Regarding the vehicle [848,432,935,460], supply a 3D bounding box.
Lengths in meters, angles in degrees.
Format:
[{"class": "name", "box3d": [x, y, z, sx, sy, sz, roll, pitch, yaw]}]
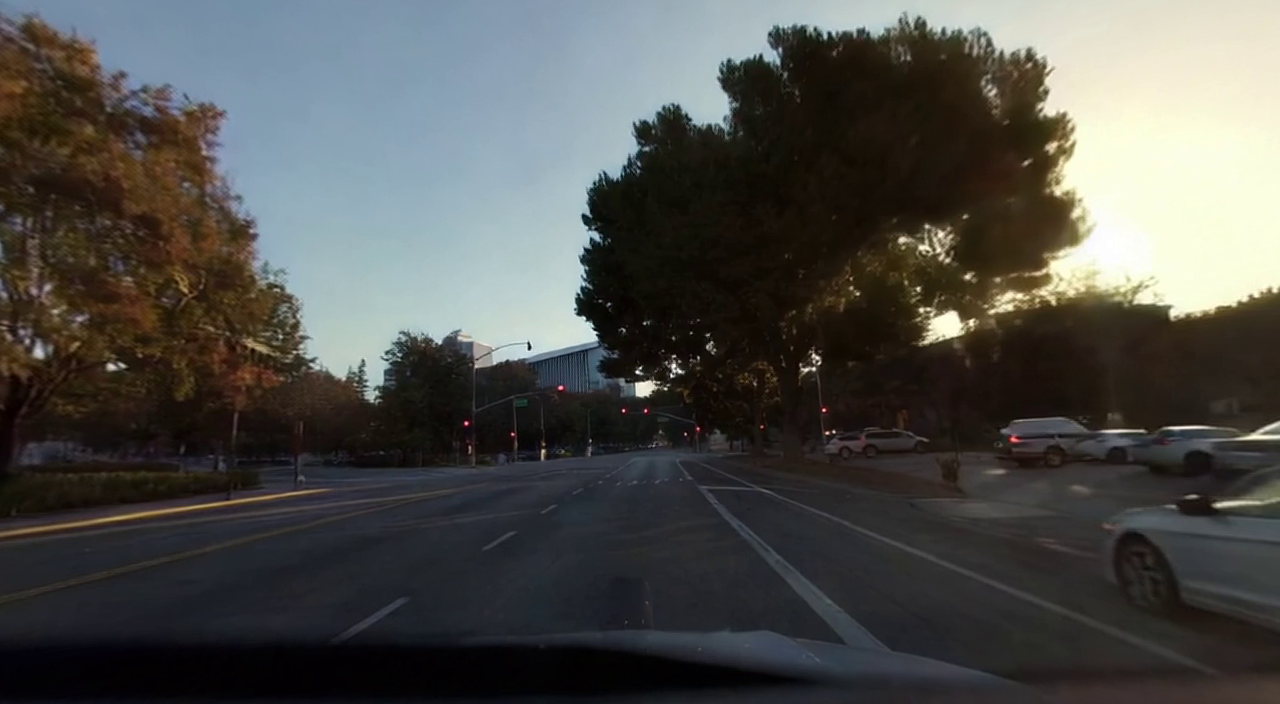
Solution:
[{"class": "vehicle", "box3d": [14.334, 5.368, 36.129, 4.167, 1.476, 1.871, -1, -8, 1]}]

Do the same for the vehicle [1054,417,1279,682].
[{"class": "vehicle", "box3d": [4.532, 1.025, 3.024, 2.006, 1.448, 4.671, 0, -8, 2]}]
